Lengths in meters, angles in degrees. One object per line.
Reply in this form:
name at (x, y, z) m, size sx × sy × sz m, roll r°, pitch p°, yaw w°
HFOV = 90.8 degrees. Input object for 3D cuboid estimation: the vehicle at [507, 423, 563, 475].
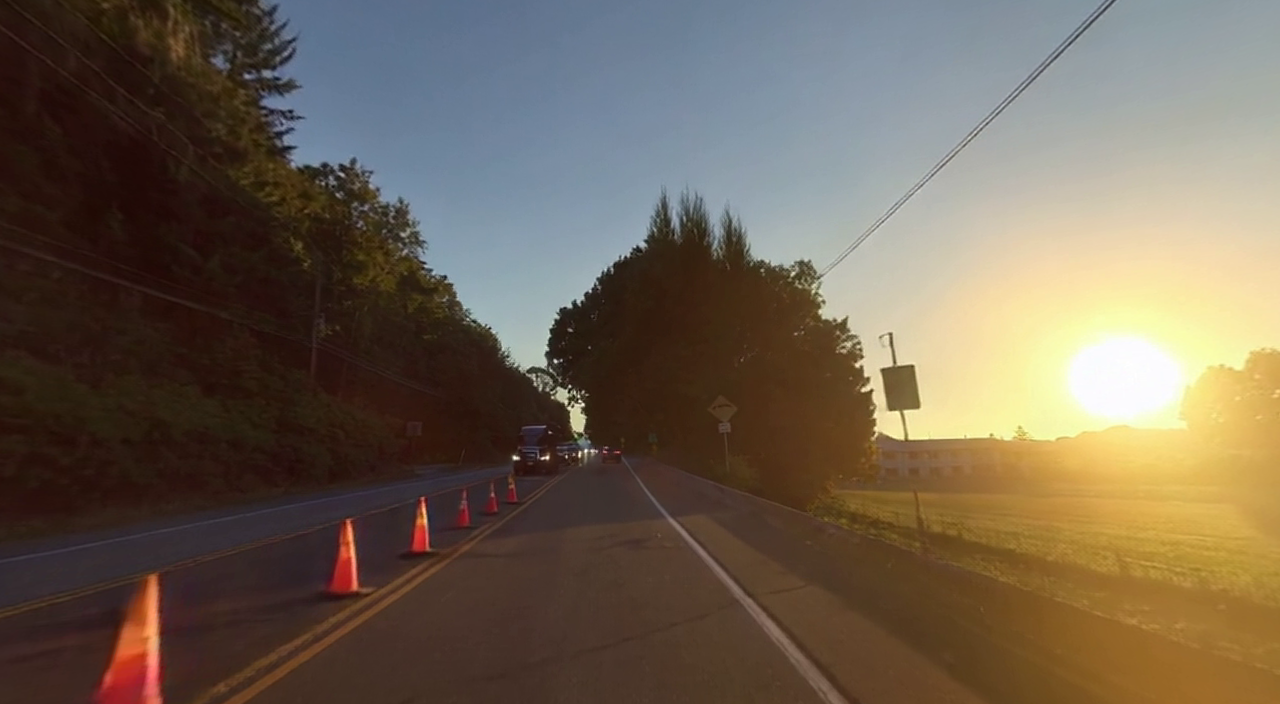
vehicle at (-5.329, 5.016, 32.690) m, size 2.380 × 2.488 × 4.028 m, roll 0°, pitch -8°, yaw -3°
